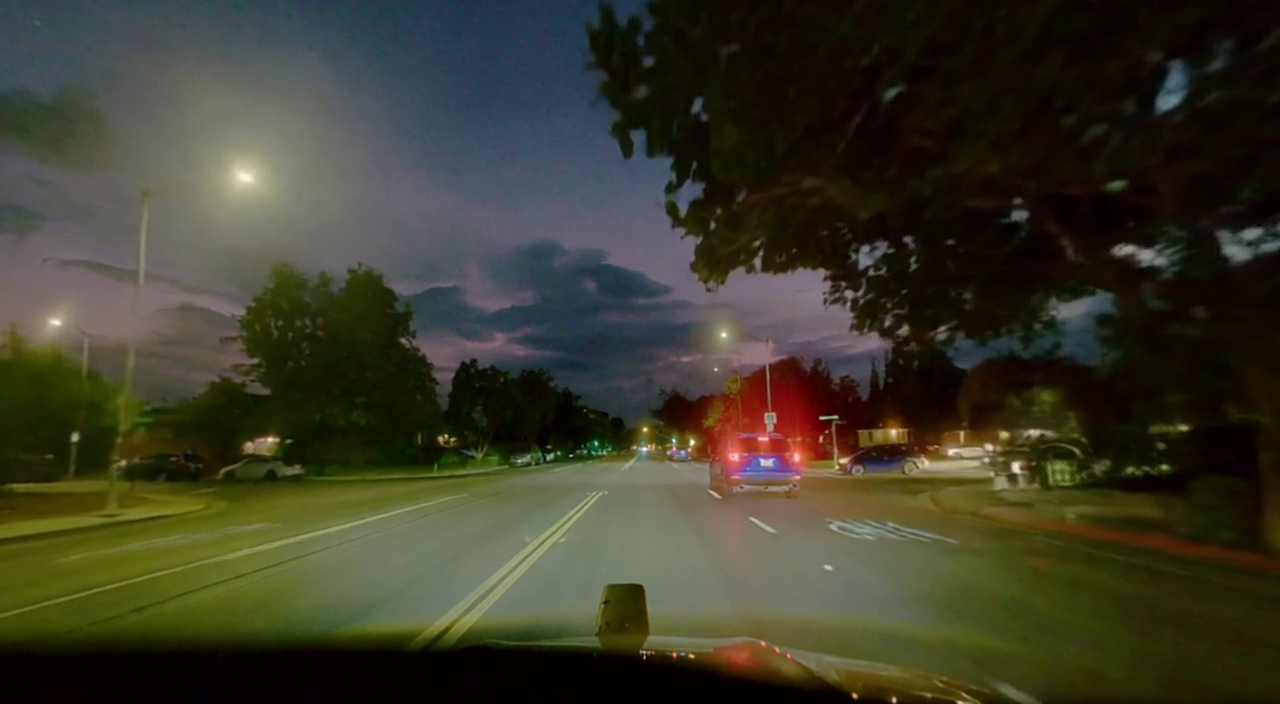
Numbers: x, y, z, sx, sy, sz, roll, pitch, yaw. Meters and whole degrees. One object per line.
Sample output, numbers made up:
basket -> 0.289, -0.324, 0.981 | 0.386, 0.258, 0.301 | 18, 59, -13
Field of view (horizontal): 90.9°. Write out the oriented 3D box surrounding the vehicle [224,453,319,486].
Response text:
vehicle -> -20.079, 6.411, 34.474 | 3.986, 1.665, 1.888 | 0, -9, 1

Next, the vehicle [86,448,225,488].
vehicle -> -26.300, 6.282, 34.351 | 5.604, 2.035, 2.291 | 0, -9, 0

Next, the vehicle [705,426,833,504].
vehicle -> 3.444, 3.187, 18.289 | 2.497, 1.889, 5.833 | 0, -8, 0

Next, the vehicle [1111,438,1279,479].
vehicle -> 21.877, 4.156, 24.754 | 5.051, 1.527, 1.968 | -1, -8, 2

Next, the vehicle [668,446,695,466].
vehicle -> 3.105, 7.940, 48.370 | 1.956, 1.492, 4.425 | 0, -8, 2

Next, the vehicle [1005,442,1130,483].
vehicle -> 16.548, 4.276, 24.536 | 3.467, 1.520, 1.801 | 0, -8, 1

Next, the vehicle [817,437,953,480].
vehicle -> 11.674, 5.091, 30.295 | 5.539, 1.729, 2.145 | -2, -8, -3

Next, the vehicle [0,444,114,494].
vehicle -> -24.029, 4.574, 24.859 | 4.644, 1.781, 2.084 | 0, -6, 1
